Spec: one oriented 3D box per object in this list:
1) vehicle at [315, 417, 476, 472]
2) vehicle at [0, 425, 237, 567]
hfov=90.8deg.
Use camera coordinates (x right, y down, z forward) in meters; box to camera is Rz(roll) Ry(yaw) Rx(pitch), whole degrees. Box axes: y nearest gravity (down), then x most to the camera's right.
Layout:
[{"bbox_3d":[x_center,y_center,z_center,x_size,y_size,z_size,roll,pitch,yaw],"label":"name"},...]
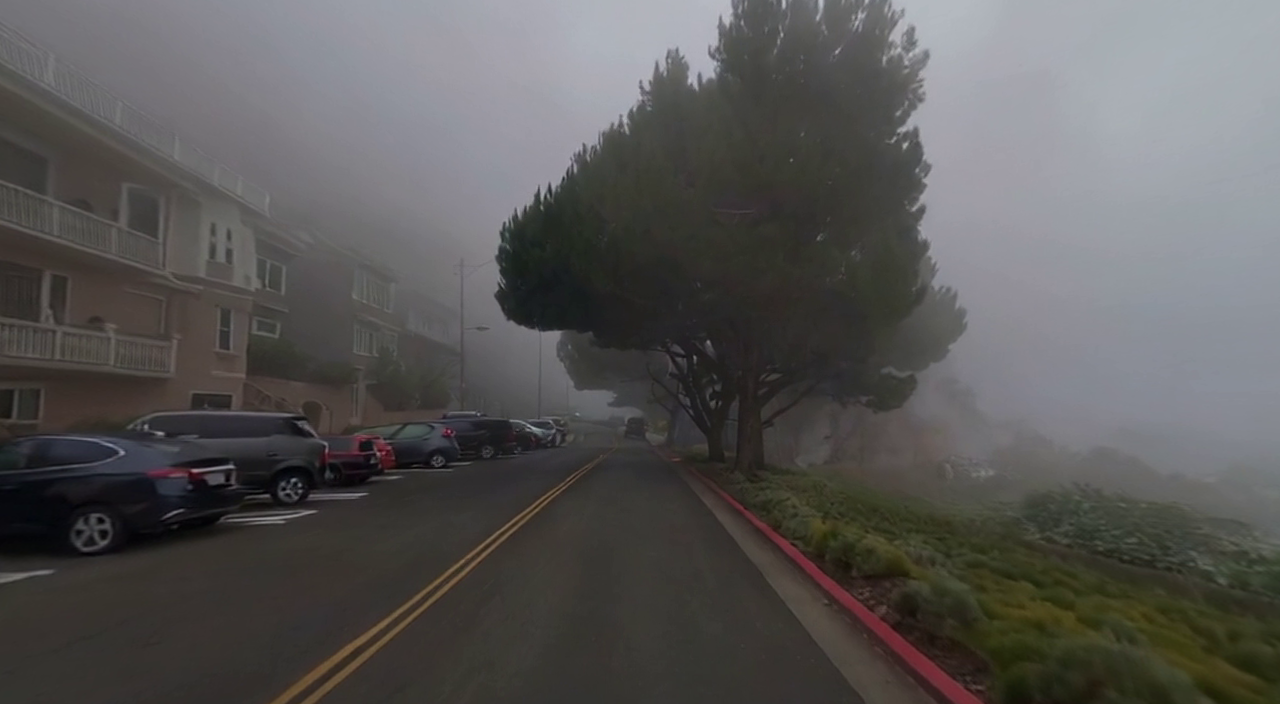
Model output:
[{"bbox_3d":[-8.511,3.268,22.367,4.854,1.832,1.964,0,-8,1],"label":"vehicle"},{"bbox_3d":[-7.425,1.634,7.512,3.952,1.459,1.797,0,-8,-3],"label":"vehicle"}]
